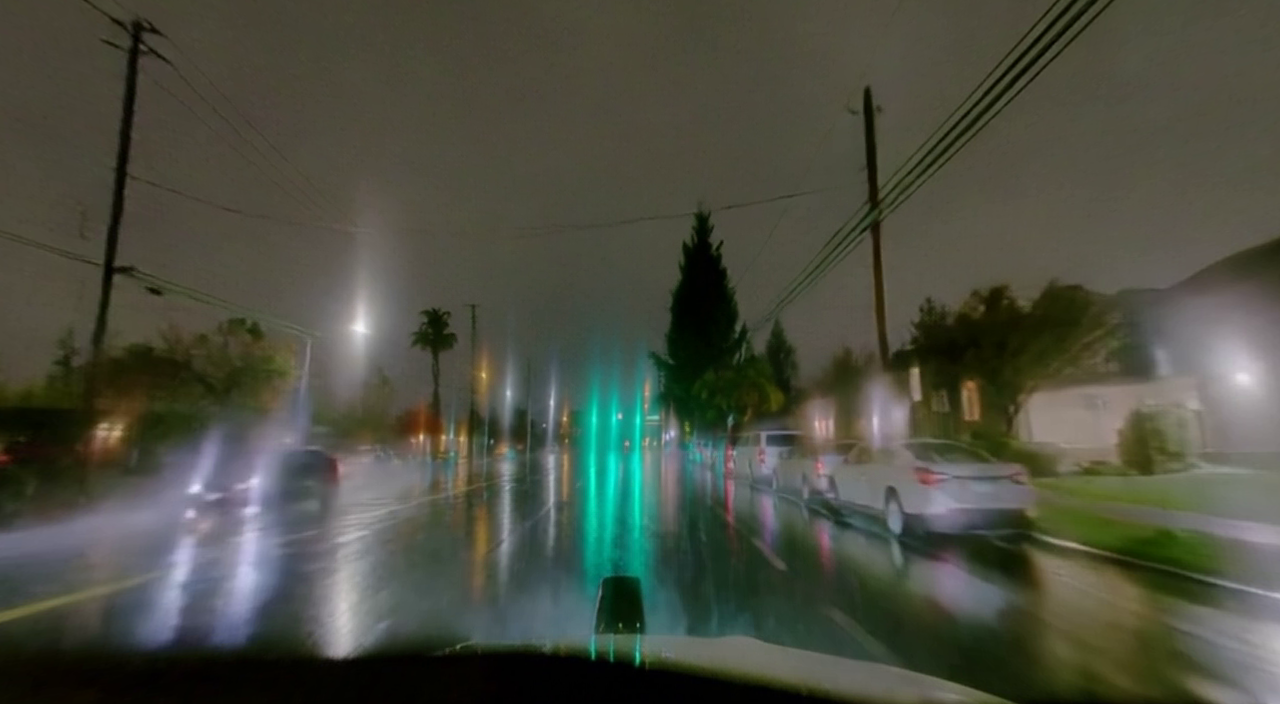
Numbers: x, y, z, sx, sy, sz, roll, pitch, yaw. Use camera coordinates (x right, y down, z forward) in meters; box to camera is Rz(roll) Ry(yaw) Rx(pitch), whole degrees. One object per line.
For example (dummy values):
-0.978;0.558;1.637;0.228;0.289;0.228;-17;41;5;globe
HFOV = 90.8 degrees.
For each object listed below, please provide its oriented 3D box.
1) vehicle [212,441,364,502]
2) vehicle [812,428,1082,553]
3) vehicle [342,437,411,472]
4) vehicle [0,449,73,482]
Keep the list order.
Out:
-10.136;3.440;18.669;1.978;1.566;4.357;0;-9;0;vehicle
4.435;2.062;10.187;1.927;1.523;4.668;0;-8;-1;vehicle
-17.897;6.976;43.274;2.360;2.225;5.385;0;-9;0;vehicle
-30.423;5.408;30.163;4.603;1.498;2.053;0;-9;-1;vehicle
